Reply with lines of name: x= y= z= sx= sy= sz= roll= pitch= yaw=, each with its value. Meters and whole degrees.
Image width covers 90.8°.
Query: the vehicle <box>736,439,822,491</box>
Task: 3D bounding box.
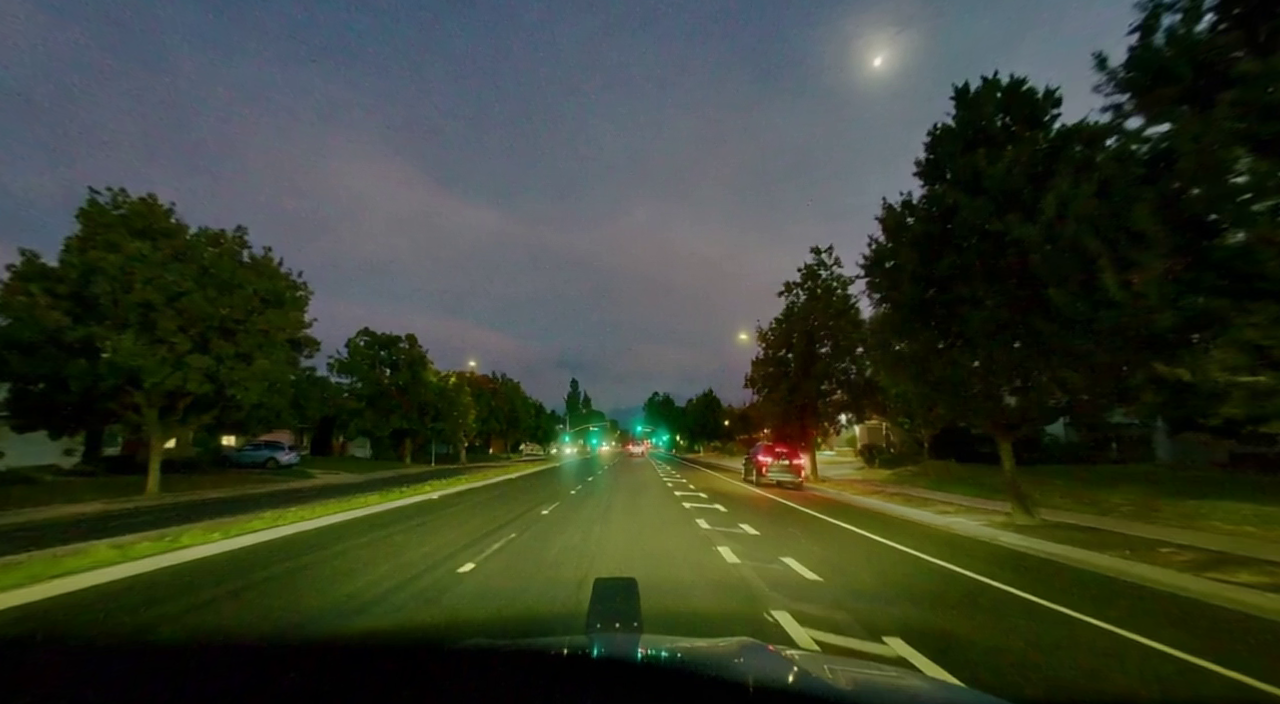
vehicle: x=4.810 y=3.984 z=22.653 sx=1.967 sy=1.631 sz=4.692 roll=0 pitch=-8 yaw=-1

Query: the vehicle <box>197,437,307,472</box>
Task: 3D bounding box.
vehicle: x=-21.288 y=5.627 z=34.822 sx=4.666 sy=1.677 sz=1.978 roll=3 pitch=-9 yaw=-2
